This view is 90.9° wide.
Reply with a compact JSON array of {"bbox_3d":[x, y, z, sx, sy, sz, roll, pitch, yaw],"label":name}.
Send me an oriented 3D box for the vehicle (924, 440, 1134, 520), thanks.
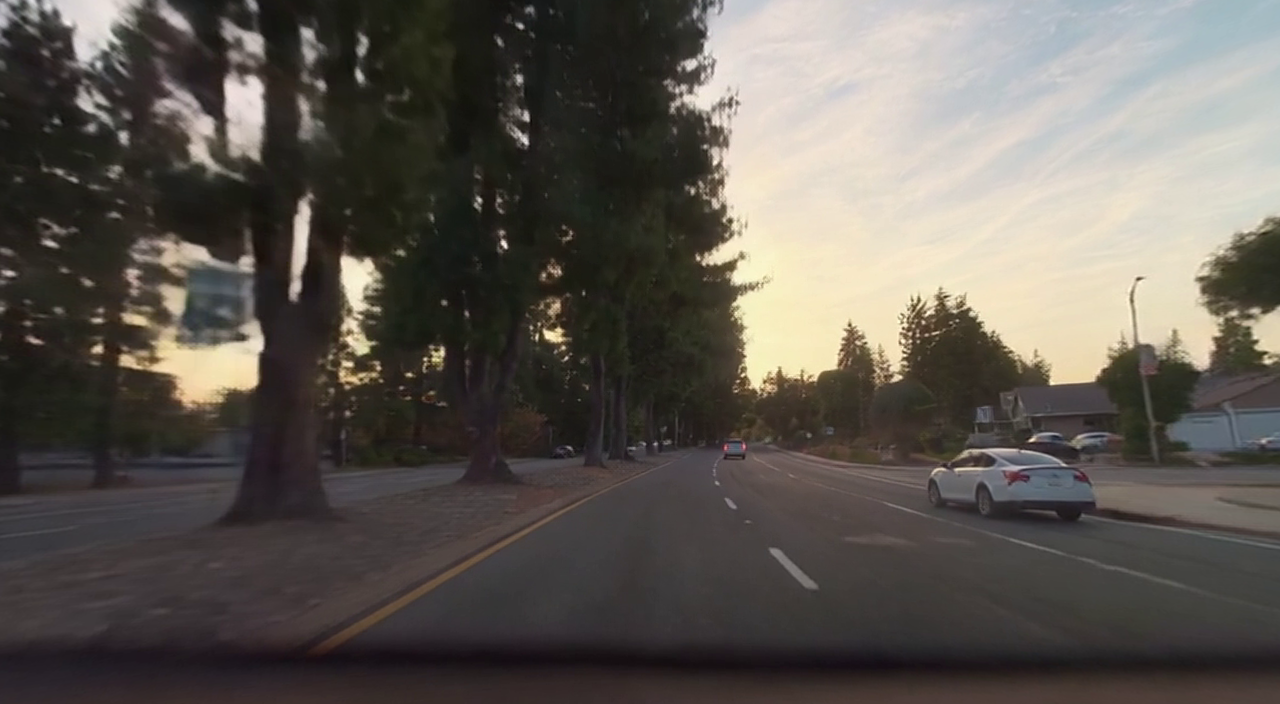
[{"bbox_3d":[8.149,2.676,13.817,1.855,1.444,4.389,-1,-8,1],"label":"vehicle"}]
